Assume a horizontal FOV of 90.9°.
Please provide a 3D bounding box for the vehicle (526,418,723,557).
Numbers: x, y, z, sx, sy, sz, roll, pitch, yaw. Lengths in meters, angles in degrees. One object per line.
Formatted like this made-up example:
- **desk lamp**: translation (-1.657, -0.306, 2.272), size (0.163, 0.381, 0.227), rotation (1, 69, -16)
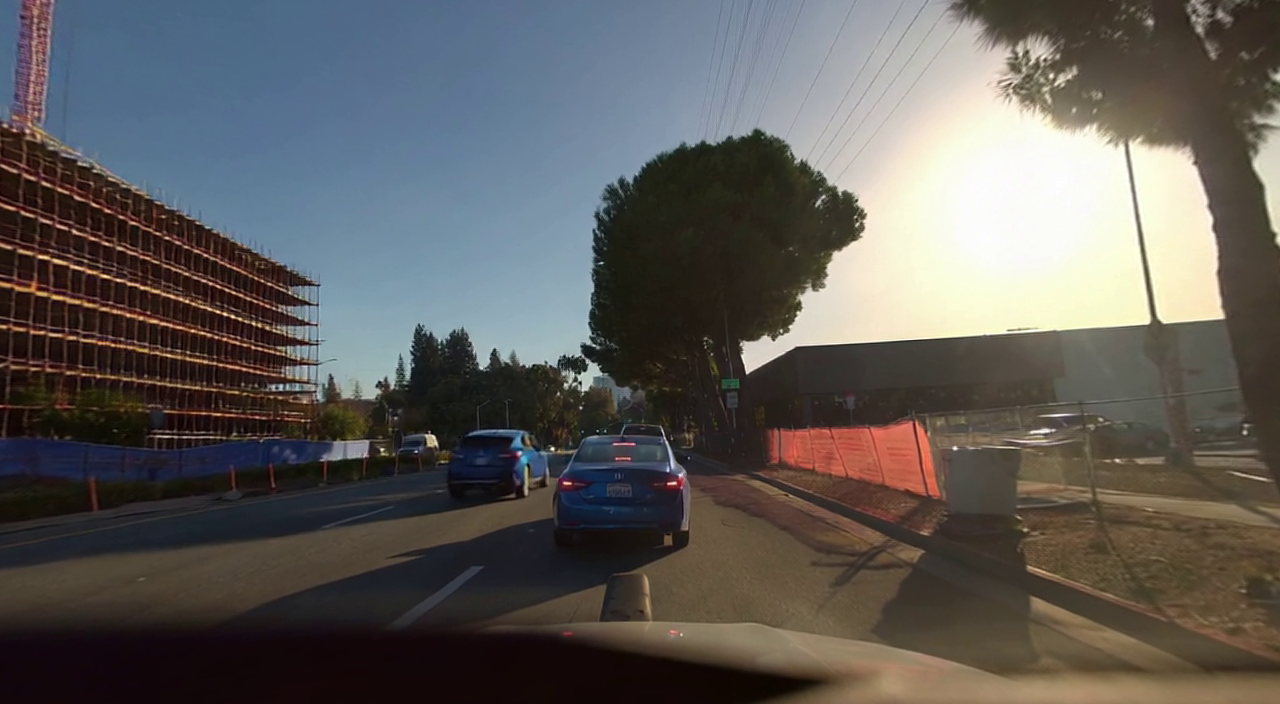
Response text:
- **vehicle**: translation (-0.176, 1.767, 8.895), size (2.112, 1.482, 4.076), rotation (0, -8, 0)

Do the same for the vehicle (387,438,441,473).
- **vehicle**: translation (-10.483, 4.733, 29.076), size (2.072, 1.465, 4.394), rotation (3, -9, -22)

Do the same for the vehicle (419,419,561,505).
- **vehicle**: translation (-3.226, 2.479, 14.583), size (2.139, 1.680, 4.344), rotation (0, -8, 1)
